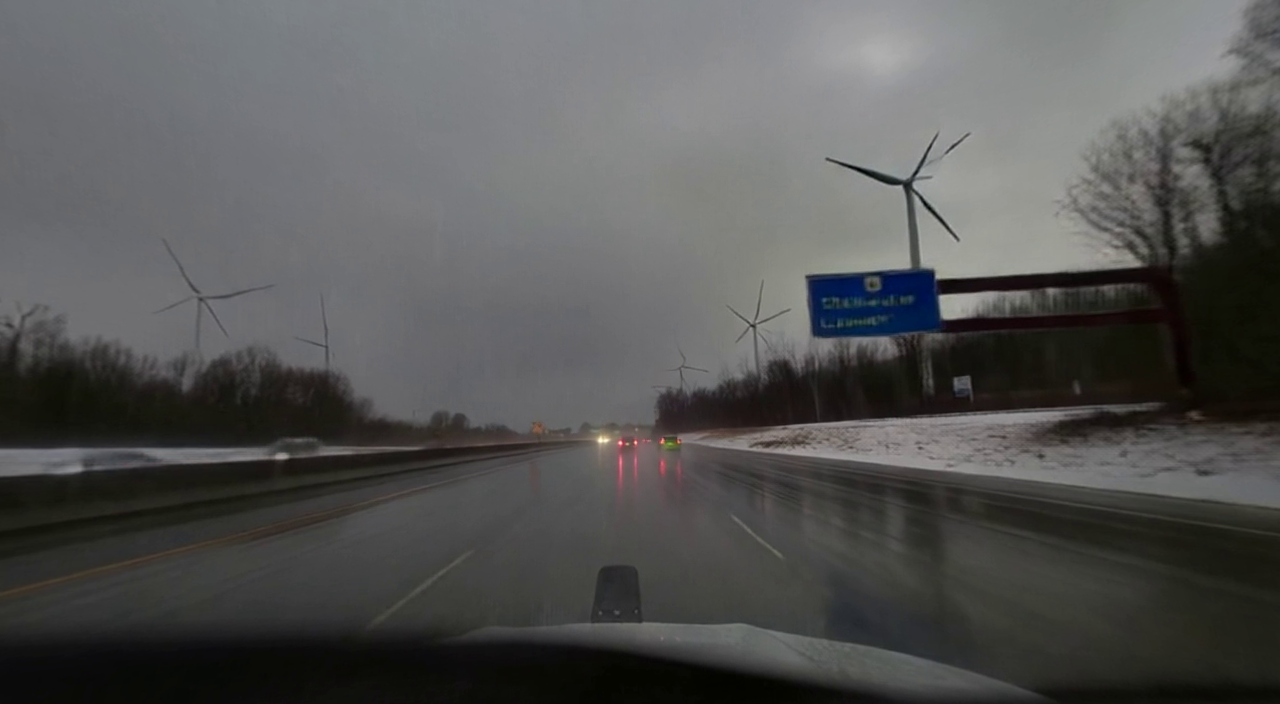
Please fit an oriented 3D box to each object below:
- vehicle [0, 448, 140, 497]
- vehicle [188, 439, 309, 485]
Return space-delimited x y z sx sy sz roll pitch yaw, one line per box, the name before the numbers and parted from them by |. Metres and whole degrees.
vehicle | -20.099 4.139 22.038 1.767 1.465 4.074 0 -8 -1
vehicle | -14.455 4.039 23.563 1.862 1.506 4.301 0 -8 -2
